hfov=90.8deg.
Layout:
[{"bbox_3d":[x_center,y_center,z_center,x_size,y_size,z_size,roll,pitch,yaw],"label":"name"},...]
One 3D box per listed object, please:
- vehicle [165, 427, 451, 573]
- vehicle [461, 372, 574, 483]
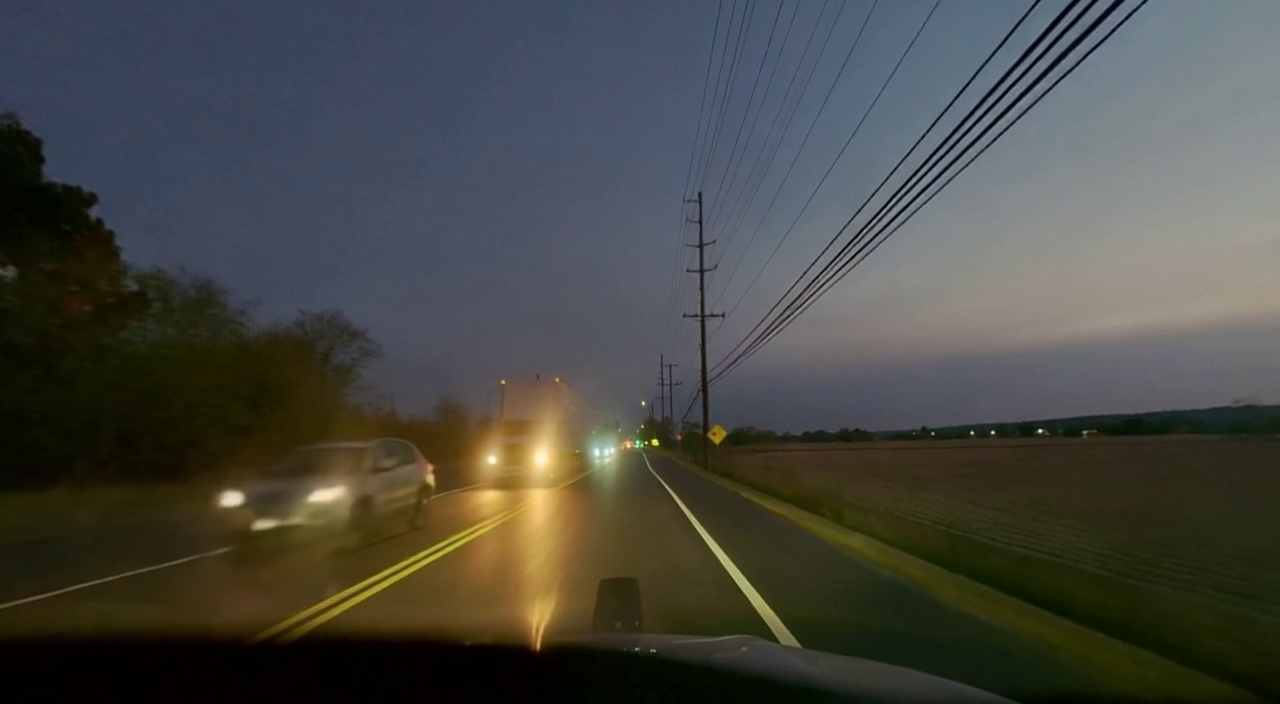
[{"bbox_3d":[-4.685,2.089,9.910,2.100,1.664,4.451,-2,-8,0],"label":"vehicle"},{"bbox_3d":[-4.810,3.293,26.365,3.544,4.103,5.897,0,-10,-1],"label":"vehicle"}]
